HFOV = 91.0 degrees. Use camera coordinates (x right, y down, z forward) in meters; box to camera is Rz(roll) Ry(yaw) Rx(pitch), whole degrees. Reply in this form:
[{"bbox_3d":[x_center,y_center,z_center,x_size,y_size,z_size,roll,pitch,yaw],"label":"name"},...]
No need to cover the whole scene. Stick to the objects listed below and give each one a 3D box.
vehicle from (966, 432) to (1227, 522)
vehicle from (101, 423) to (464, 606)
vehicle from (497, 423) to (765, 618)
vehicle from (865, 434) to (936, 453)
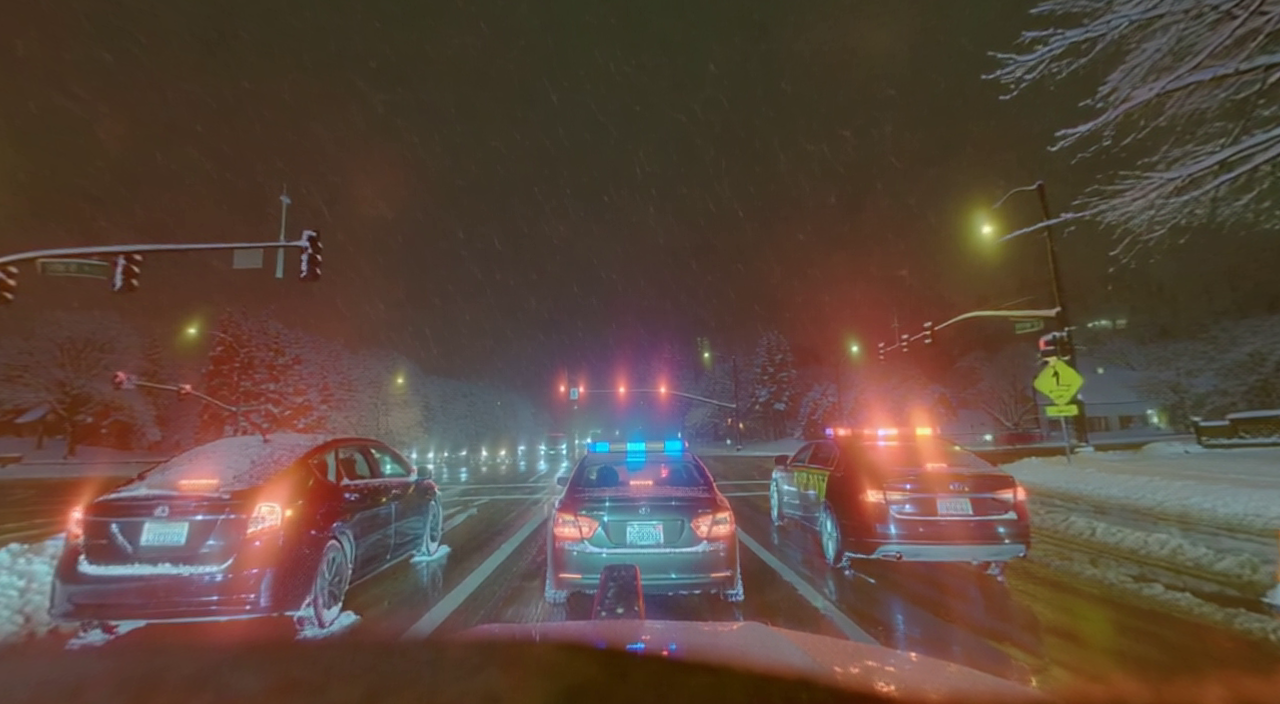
[{"bbox_3d":[9.375,2.578,13.595,1.957,1.576,4.670,0,-9,-3],"label":"vehicle"},{"bbox_3d":[-3.600,1.676,7.390,1.863,1.526,4.006,0,-8,1],"label":"vehicle"},{"bbox_3d":[-0.113,1.625,7.093,2.061,1.486,4.332,0,-8,-1],"label":"vehicle"},{"bbox_3d":[20.614,7.255,49.909,4.827,1.484,1.883,0,-9,0],"label":"vehicle"}]
